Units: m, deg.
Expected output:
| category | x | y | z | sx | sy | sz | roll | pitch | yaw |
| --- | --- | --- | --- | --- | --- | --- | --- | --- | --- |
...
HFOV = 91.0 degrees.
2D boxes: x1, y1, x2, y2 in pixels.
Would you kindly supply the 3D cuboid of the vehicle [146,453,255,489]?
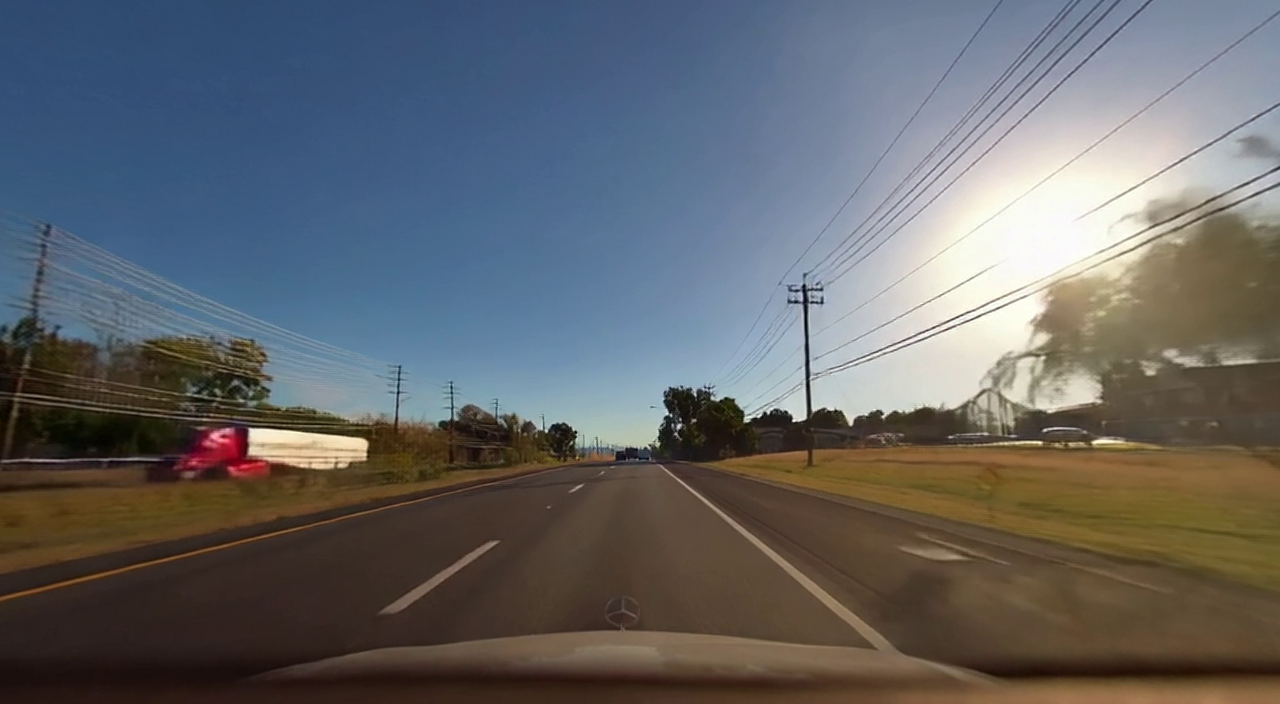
| category | x | y | z | sx | sy | sz | roll | pitch | yaw |
| --- | --- | --- | --- | --- | --- | --- | --- | --- | --- |
| vehicle | -21.311 | 5.758 | 30.821 | 1.956 | 1.524 | 4.614 | 0 | -9 | 1 |
